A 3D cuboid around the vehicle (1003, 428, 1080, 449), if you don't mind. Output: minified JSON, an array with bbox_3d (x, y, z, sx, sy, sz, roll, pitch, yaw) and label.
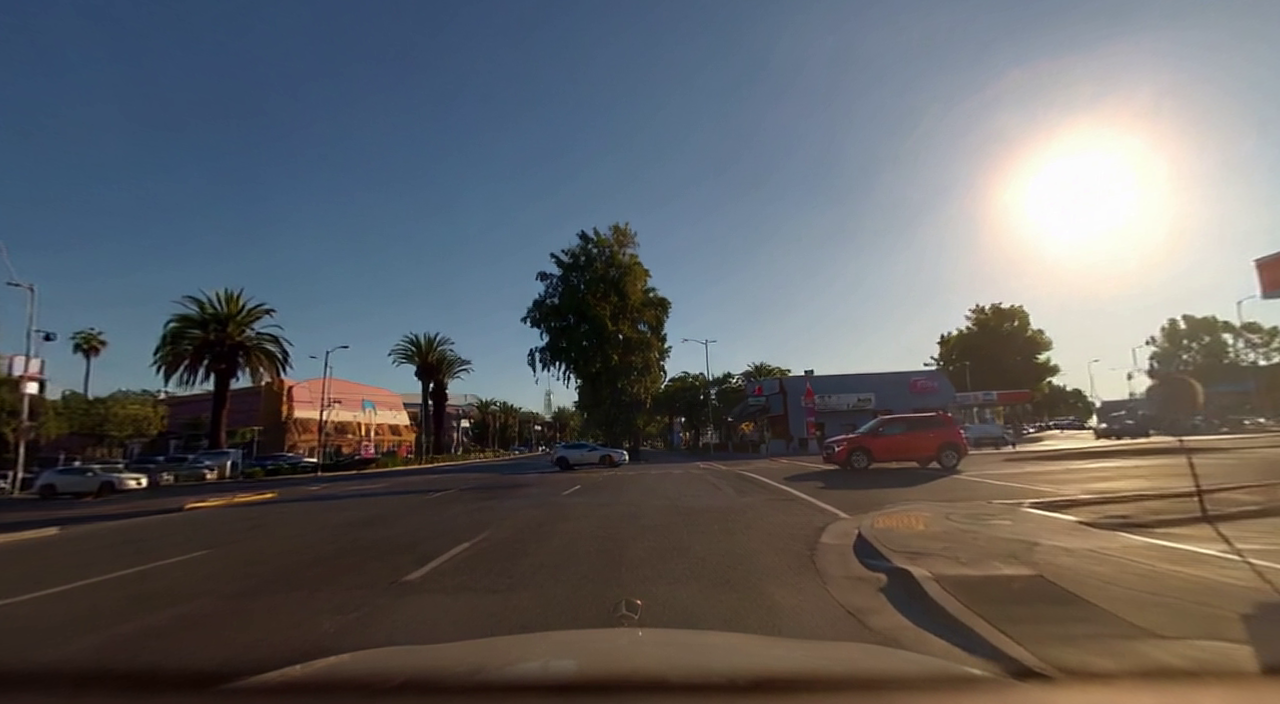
[{"bbox_3d":[29.943,6.454,47.031,4.363,1.503,1.989,0,-8,3],"label":"vehicle"}]

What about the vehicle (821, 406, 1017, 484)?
[{"bbox_3d":[8.031,2.736,18.517,4.640,1.800,2.026,-5,-9,1],"label":"vehicle"}]

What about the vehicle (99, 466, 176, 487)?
[{"bbox_3d":[-38.427,9.514,48.213,4.290,1.475,1.742,0,-8,-3],"label":"vehicle"}]

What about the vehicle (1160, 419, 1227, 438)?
[{"bbox_3d":[43.766,6.098,49.809,3.739,1.451,1.647,0,-8,0],"label":"vehicle"}]

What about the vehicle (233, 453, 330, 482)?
[{"bbox_3d":[-25.937,8.378,45.637,5.803,1.632,2.173,-4,-7,3],"label":"vehicle"}]
